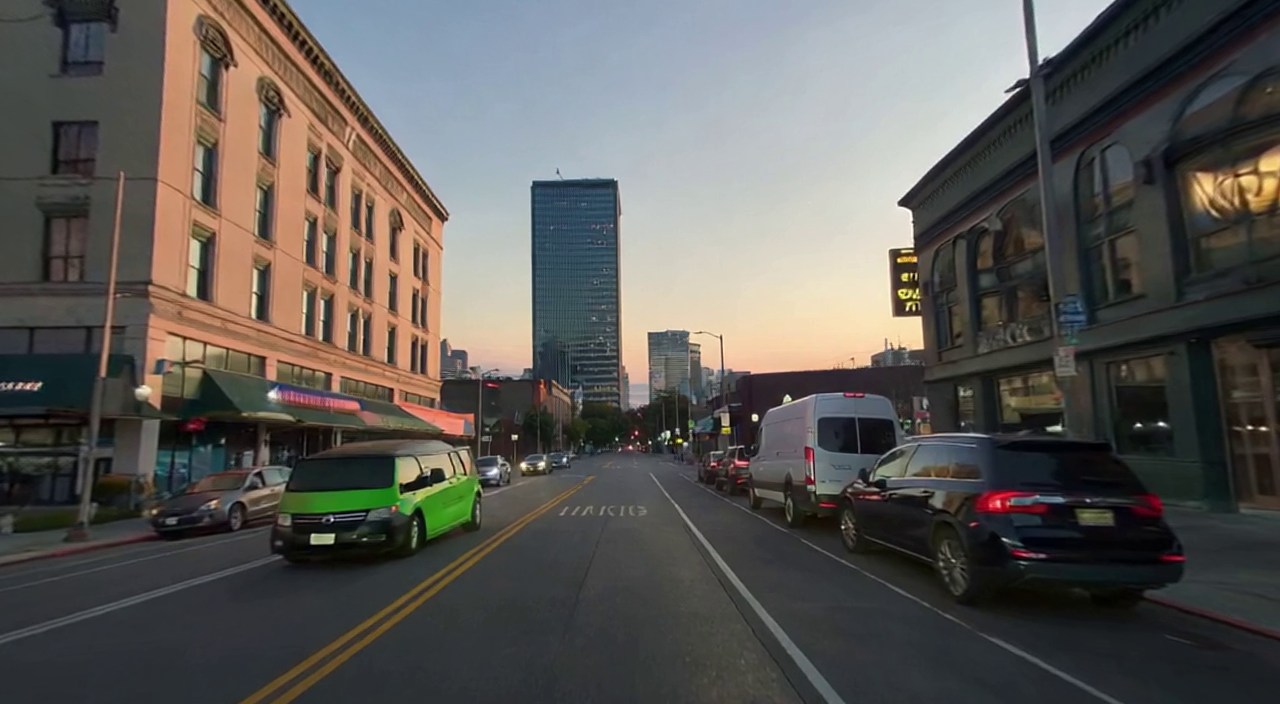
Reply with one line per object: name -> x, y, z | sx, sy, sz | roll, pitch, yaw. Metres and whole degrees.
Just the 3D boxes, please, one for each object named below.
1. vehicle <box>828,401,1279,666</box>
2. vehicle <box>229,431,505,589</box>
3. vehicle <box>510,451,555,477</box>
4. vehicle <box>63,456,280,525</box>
vehicle -> 3.926, 1.614, 6.923 | 2.040, 1.790, 5.044 | 0, -8, -1
vehicle -> -3.246, 1.930, 8.666 | 2.024, 1.579, 4.300 | 0, -8, -3
vehicle -> -6.720, 7.034, 39.991 | 1.993, 1.484, 4.812 | 0, -8, 0
vehicle -> -13.847, 4.083, 19.076 | 4.676, 1.807, 2.106 | 2, -9, -15
